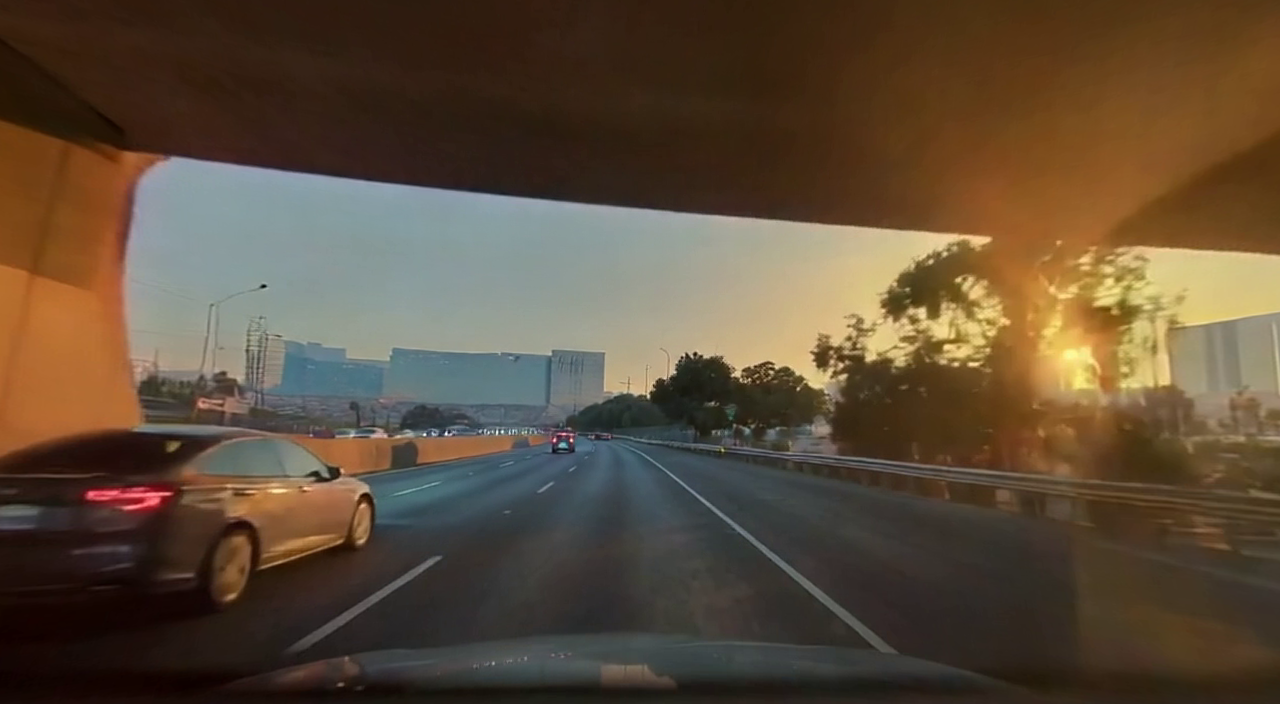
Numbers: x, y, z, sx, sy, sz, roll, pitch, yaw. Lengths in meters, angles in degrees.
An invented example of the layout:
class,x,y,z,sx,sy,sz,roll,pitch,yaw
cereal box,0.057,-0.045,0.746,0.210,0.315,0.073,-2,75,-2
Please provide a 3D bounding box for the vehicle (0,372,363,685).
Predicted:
class,x,y,z,sx,sy,sz,roll,pitch,yaw
vehicle,-4.543,1.222,5.402,2.215,1.648,4.713,0,-8,-1

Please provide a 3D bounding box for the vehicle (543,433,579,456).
class,x,y,z,sx,sy,sz,roll,pitch,yaw
vehicle,-5.729,6.764,46.122,2.123,1.601,4.887,0,-8,-2
